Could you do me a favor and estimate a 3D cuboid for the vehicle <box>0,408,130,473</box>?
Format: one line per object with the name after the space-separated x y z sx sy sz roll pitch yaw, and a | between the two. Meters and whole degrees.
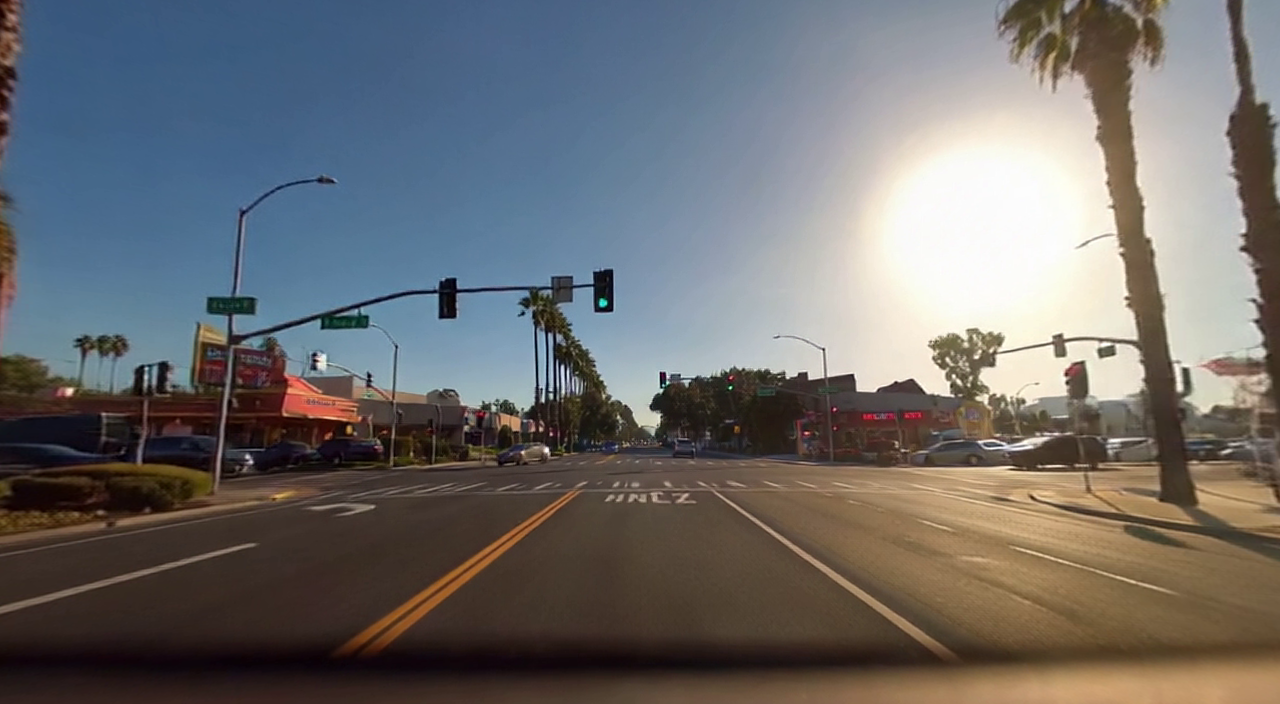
-35.503 4.804 34.201 12.726 3.308 3.114 0 -7 0 | vehicle

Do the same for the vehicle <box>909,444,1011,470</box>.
18.867 6.205 37.278 4.977 1.508 1.948 0 -9 0 | vehicle

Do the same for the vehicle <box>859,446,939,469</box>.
17.080 6.943 41.599 4.451 1.494 1.857 0 -9 3 | vehicle

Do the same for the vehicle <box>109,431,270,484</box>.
-18.716 4.386 26.349 4.901 2.064 2.296 0 -9 0 | vehicle

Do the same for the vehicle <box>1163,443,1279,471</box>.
31.421 5.636 33.853 4.701 1.463 1.989 0 -9 0 | vehicle

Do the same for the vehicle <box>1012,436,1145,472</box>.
23.341 5.449 33.672 5.509 1.873 2.123 0 -9 -2 | vehicle

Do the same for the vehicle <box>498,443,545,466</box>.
-9.212 8.050 49.487 2.045 1.699 4.563 -2 -9 11 | vehicle
